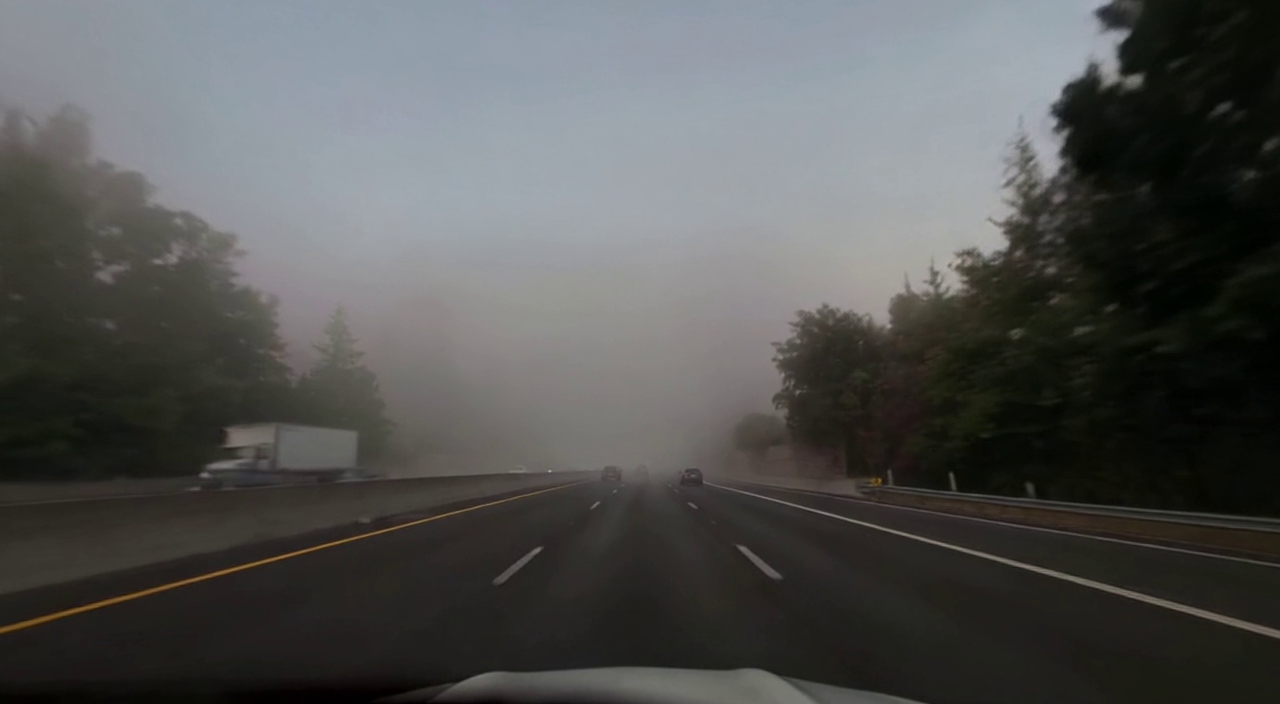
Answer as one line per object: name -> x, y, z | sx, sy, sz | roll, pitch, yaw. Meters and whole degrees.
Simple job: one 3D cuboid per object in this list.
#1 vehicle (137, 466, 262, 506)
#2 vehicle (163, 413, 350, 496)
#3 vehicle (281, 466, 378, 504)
vehicle -> -17.625, 5.361, 25.515 | 1.886, 1.412, 4.246 | 1, -10, 1
vehicle -> -21.403, 6.074, 36.716 | 2.933, 3.987, 12.166 | 1, -10, 1
vehicle -> -13.884, 5.957, 28.526 | 2.056, 1.487, 4.517 | 1, -10, 1
